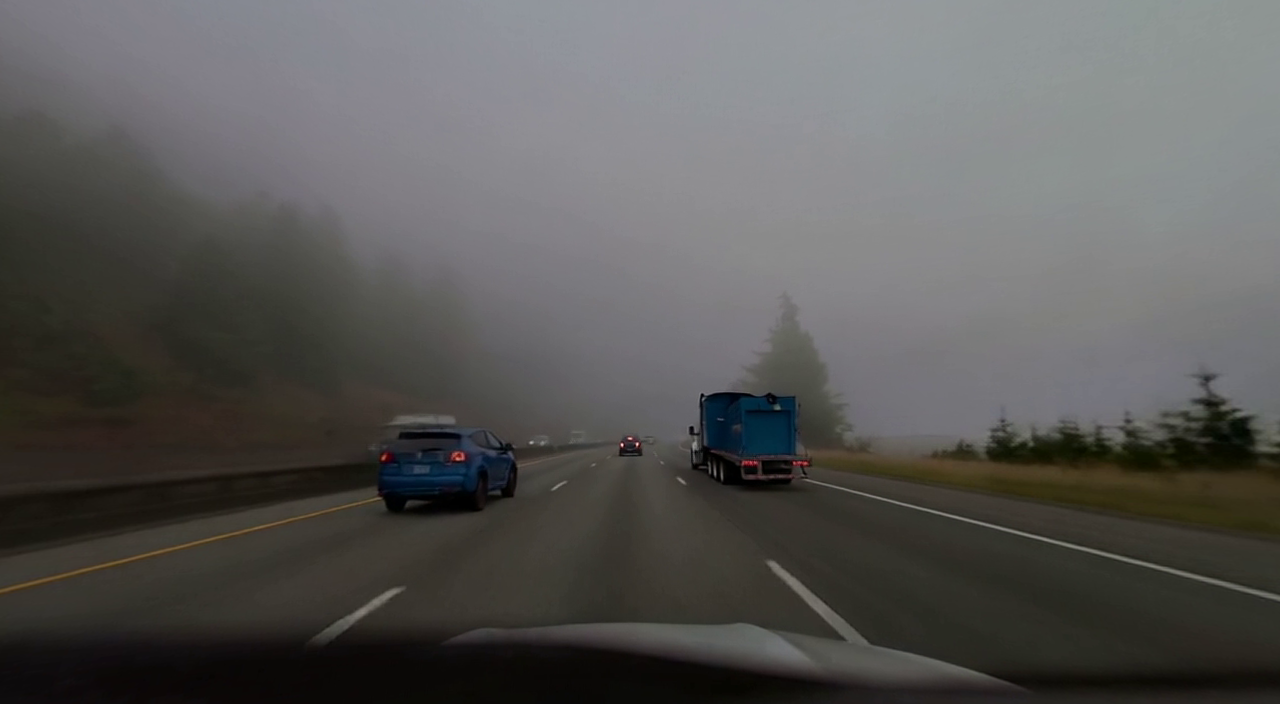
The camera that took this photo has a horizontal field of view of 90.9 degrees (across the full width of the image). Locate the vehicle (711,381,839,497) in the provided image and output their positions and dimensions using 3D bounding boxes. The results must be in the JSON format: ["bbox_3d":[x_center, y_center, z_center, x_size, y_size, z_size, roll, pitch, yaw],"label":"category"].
[{"bbox_3d":[3.230,2.196,16.070,2.256,2.568,4.049,0,-8,-1],"label":"vehicle"}]

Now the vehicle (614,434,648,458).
[{"bbox_3d":[-0.553,6.324,42.724,2.195,1.529,4.572,0,-8,0],"label":"vehicle"}]

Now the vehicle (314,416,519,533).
[{"bbox_3d":[-3.459,1.959,10.743,2.008,1.588,4.147,0,-8,-1],"label":"vehicle"}]
